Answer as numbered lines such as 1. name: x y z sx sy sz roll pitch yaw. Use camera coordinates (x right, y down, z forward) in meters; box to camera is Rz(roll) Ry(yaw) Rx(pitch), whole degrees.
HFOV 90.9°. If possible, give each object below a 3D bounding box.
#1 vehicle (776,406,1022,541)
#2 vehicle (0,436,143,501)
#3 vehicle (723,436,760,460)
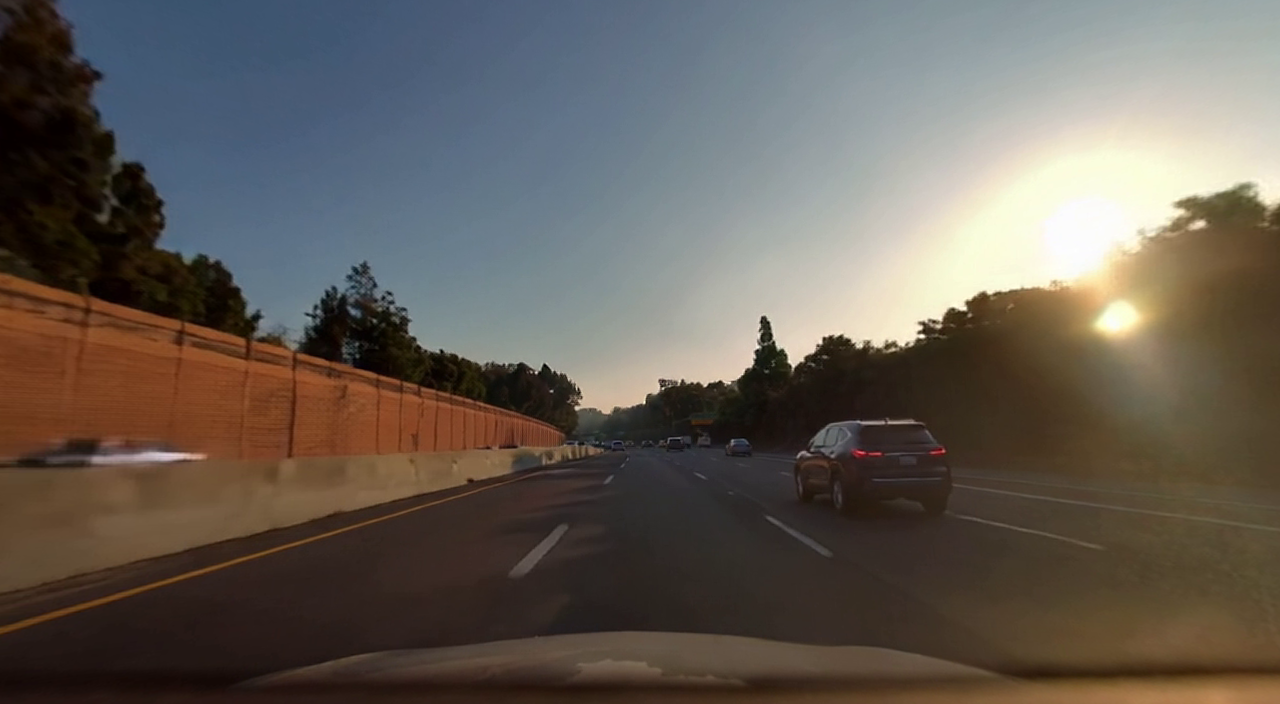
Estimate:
1. vehicle: 3.997 1.977 10.864 2.190 1.783 4.637 0 -8 -1
2. vehicle: -20.521 3.937 21.869 2.217 1.953 5.320 0 -8 0
3. vehicle: 7.932 7.589 49.850 2.066 1.795 4.674 0 -8 -1
